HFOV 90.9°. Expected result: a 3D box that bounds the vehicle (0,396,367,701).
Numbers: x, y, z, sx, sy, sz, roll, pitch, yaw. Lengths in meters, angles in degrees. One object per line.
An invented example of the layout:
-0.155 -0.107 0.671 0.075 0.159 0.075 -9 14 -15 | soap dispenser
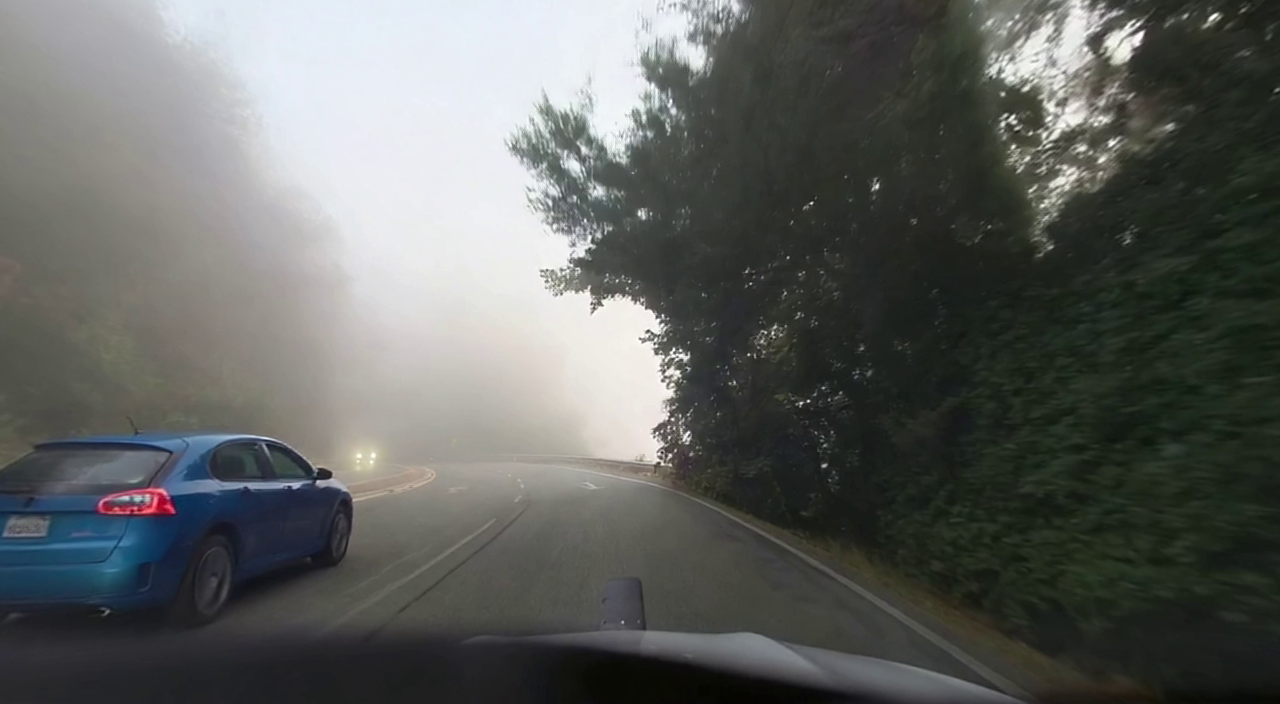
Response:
-4.149 1.348 5.349 2.078 1.607 3.959 0 -9 -4 | vehicle
